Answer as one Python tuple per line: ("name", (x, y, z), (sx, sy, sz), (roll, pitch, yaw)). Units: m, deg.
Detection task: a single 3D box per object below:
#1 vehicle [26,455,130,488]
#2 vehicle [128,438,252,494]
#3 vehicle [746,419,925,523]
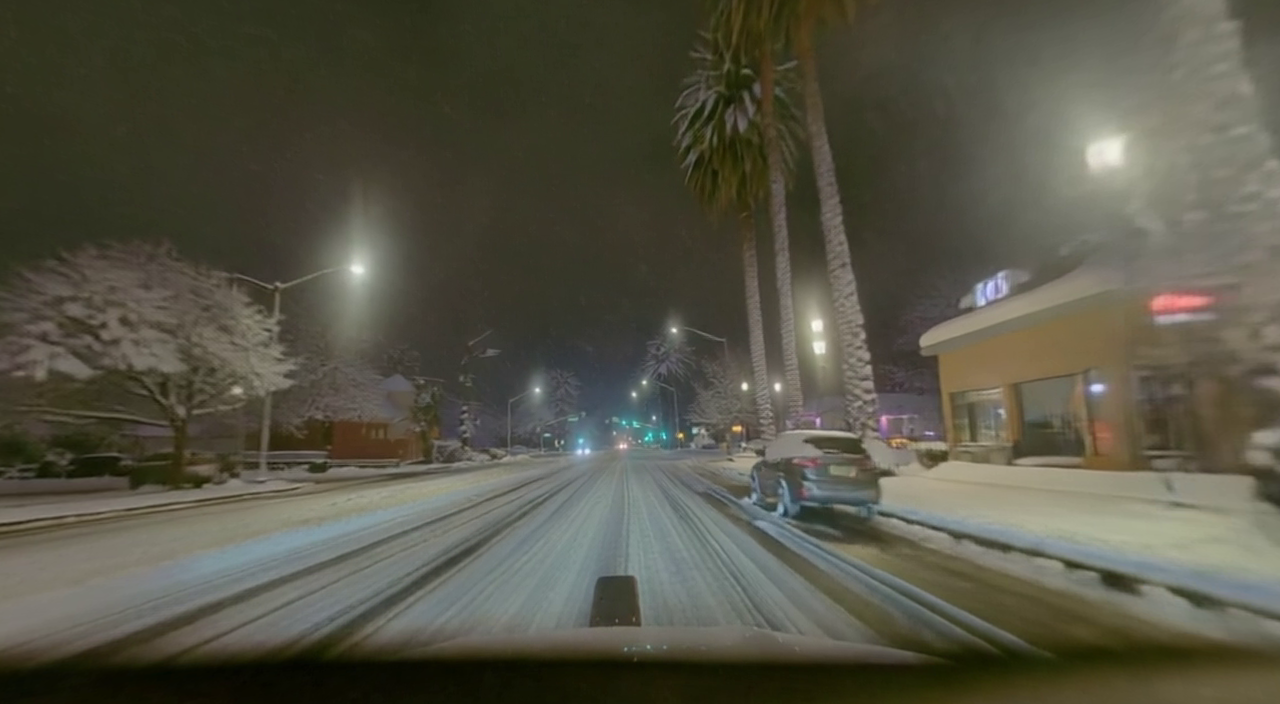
("vehicle", (-37.785, 8.029, 42.567), (4.828, 1.948, 2.094), (-1, -9, -3))
("vehicle", (-19.456, 4.828, 27.195), (6.167, 2.125, 2.526), (-7, -11, 38))
("vehicle", (3.701, 2.350, 12.981), (2.138, 1.743, 4.363), (0, -9, -2))
